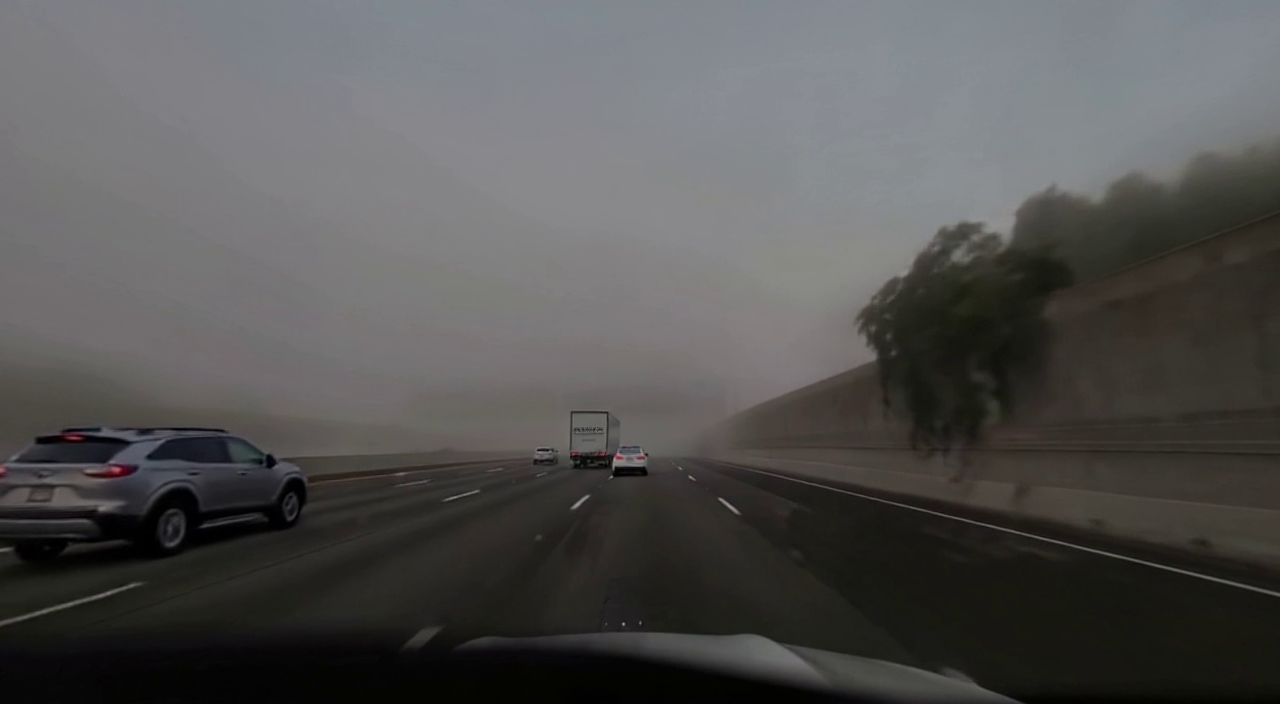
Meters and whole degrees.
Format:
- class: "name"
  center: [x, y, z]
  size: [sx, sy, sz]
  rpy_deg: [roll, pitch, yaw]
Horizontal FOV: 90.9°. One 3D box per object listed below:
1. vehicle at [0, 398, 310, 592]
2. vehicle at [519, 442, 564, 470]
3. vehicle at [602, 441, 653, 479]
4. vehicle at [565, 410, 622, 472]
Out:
- class: "vehicle"
  center: [-6.996, 1.695, 8.339]
  size: [2.401, 1.759, 5.126]
  rpy_deg: [0, -9, 1]
- class: "vehicle"
  center: [-6.399, 6.844, 41.585]
  size: [2.124, 1.674, 4.541]
  rpy_deg: [0, -9, 1]
- class: "vehicle"
  center: [-0.543, 4.840, 28.425]
  size: [2.168, 1.597, 3.615]
  rpy_deg: [0, -9, -1]
- class: "vehicle"
  center: [-2.753, 5.701, 40.023]
  size: [2.794, 3.460, 8.595]
  rpy_deg: [0, -9, 1]
